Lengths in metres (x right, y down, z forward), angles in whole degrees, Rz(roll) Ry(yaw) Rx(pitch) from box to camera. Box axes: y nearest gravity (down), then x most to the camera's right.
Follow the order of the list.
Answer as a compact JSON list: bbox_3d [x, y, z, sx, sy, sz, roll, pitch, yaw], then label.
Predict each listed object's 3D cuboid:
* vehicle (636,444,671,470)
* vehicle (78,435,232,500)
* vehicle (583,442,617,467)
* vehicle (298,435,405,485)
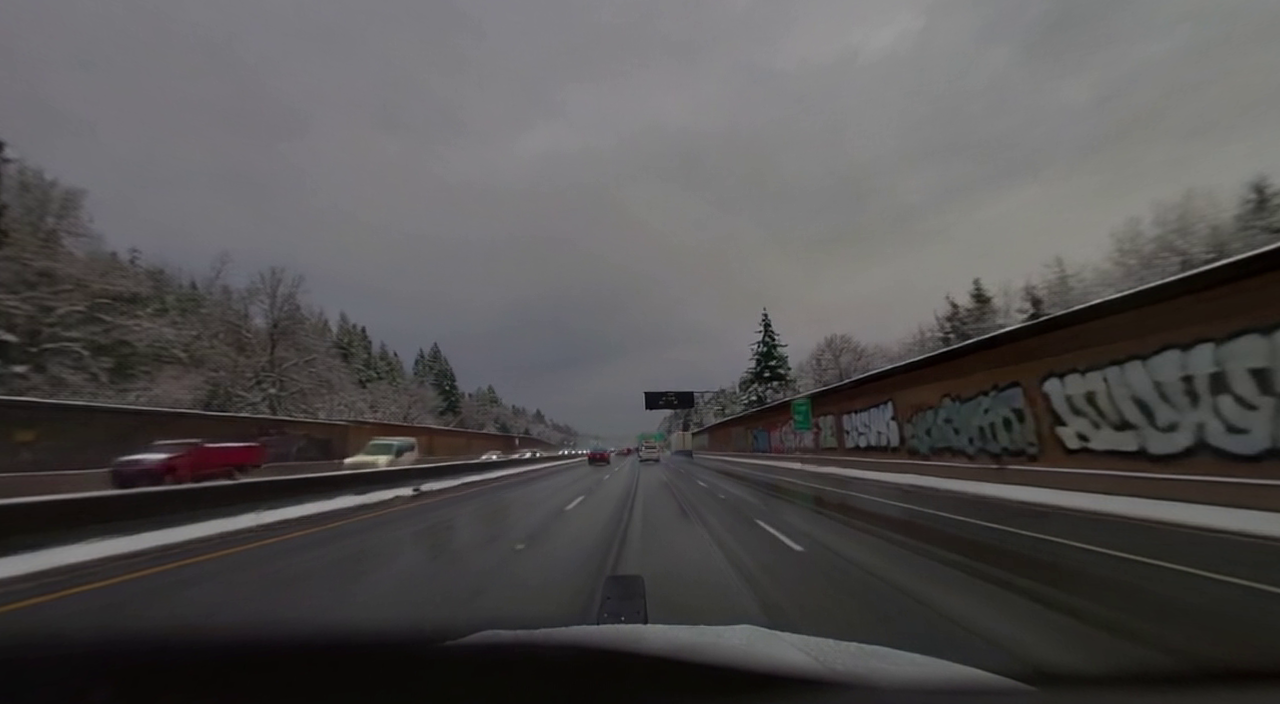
[{"bbox_3d":[0.771,6.384,38.361,2.009,1.506,4.091,0,-9,0],"label":"vehicle"},{"bbox_3d":[-20.171,4.801,26.608,2.257,2.418,5.186,0,-9,0],"label":"vehicle"},{"bbox_3d":[-2.869,7.481,46.012,2.095,1.671,4.193,0,-9,1],"label":"vehicle"},{"bbox_3d":[-11.978,4.536,26.621,2.111,1.885,4.942,0,-9,1],"label":"vehicle"}]
